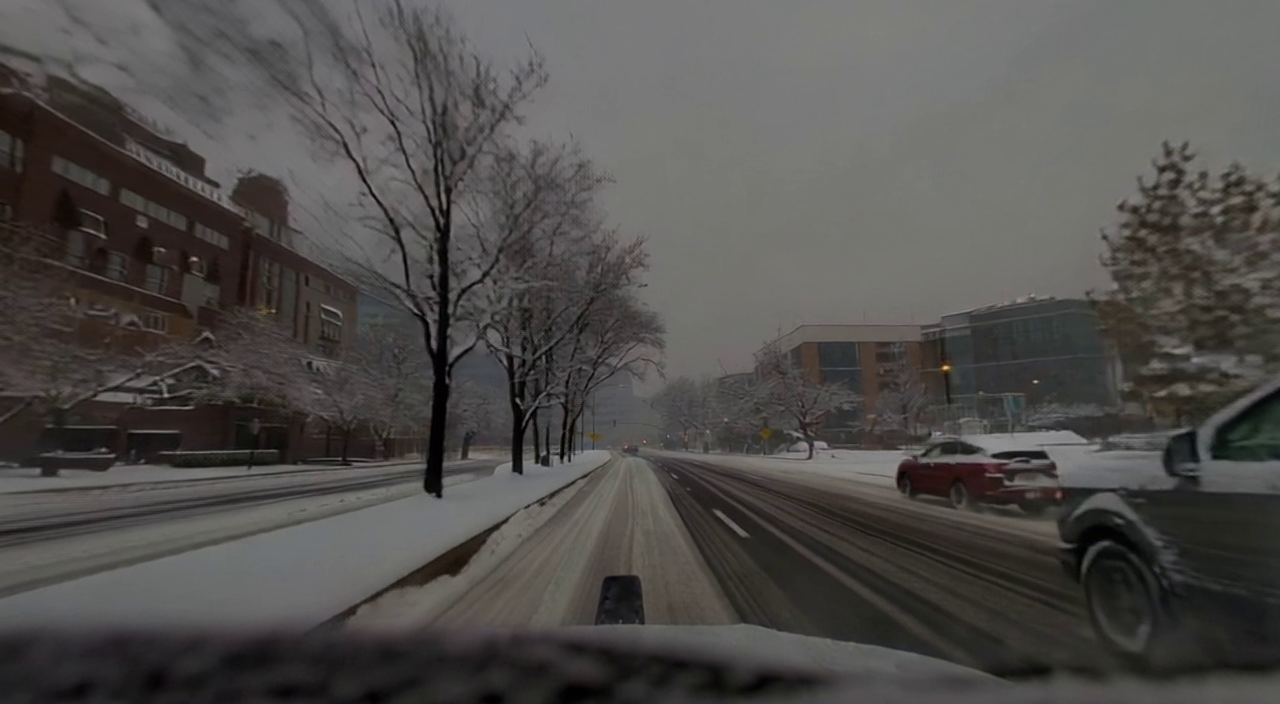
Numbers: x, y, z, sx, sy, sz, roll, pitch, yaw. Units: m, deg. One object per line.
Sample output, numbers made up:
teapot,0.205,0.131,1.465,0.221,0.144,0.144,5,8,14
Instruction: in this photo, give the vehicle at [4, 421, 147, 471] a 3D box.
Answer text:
vehicle,-34.845,5.817,39.200,6.180,2.962,2.395,0,-9,-4

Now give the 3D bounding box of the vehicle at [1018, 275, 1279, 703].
vehicle,3.809,0.545,1.579,2.505,1.971,5.162,0,-9,0
